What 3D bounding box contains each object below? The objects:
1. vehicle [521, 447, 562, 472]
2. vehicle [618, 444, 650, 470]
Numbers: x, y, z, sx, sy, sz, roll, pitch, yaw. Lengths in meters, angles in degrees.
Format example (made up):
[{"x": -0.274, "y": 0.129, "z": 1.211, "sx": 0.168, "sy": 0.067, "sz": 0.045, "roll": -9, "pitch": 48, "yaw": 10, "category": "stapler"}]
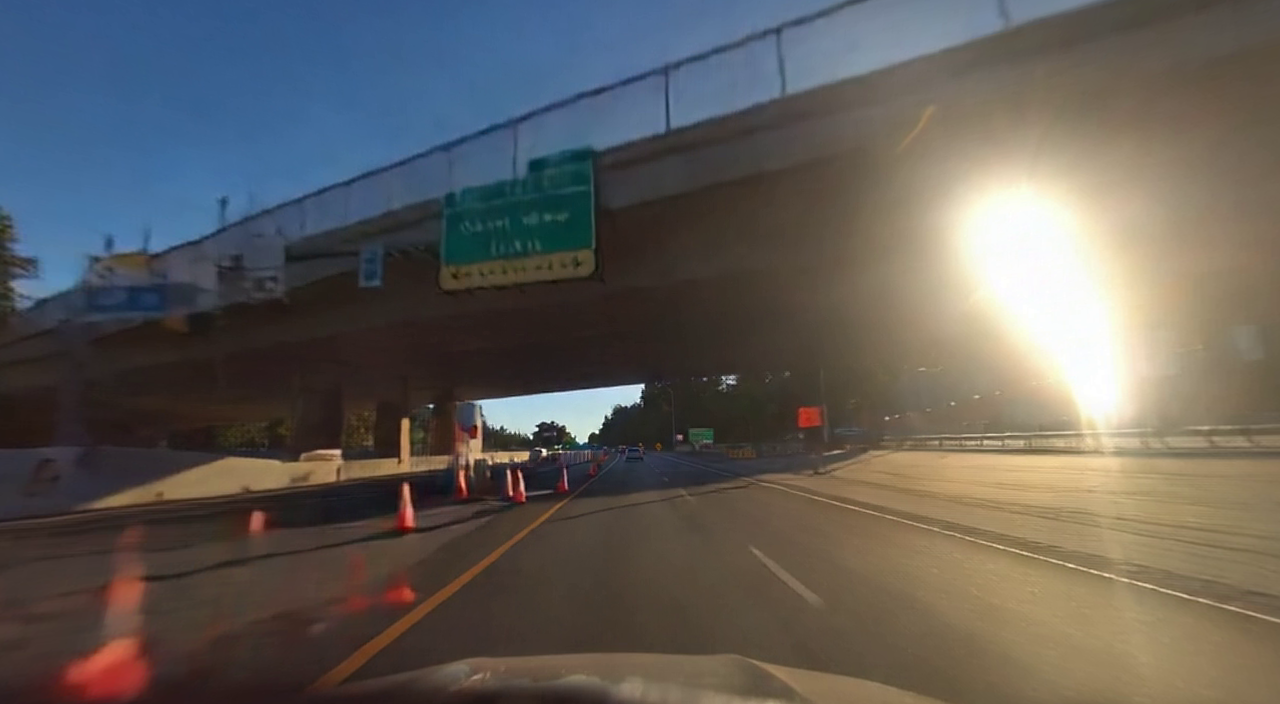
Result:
[{"x": -6.286, "y": 6.938, "z": 40.935, "sx": 1.997, "sy": 1.507, "sz": 4.248, "roll": 0, "pitch": -9, "yaw": 0, "category": "vehicle"}, {"x": -0.422, "y": 7.095, "z": 42.776, "sx": 2.109, "sy": 1.638, "sz": 3.856, "roll": 0, "pitch": -9, "yaw": -1, "category": "vehicle"}]
